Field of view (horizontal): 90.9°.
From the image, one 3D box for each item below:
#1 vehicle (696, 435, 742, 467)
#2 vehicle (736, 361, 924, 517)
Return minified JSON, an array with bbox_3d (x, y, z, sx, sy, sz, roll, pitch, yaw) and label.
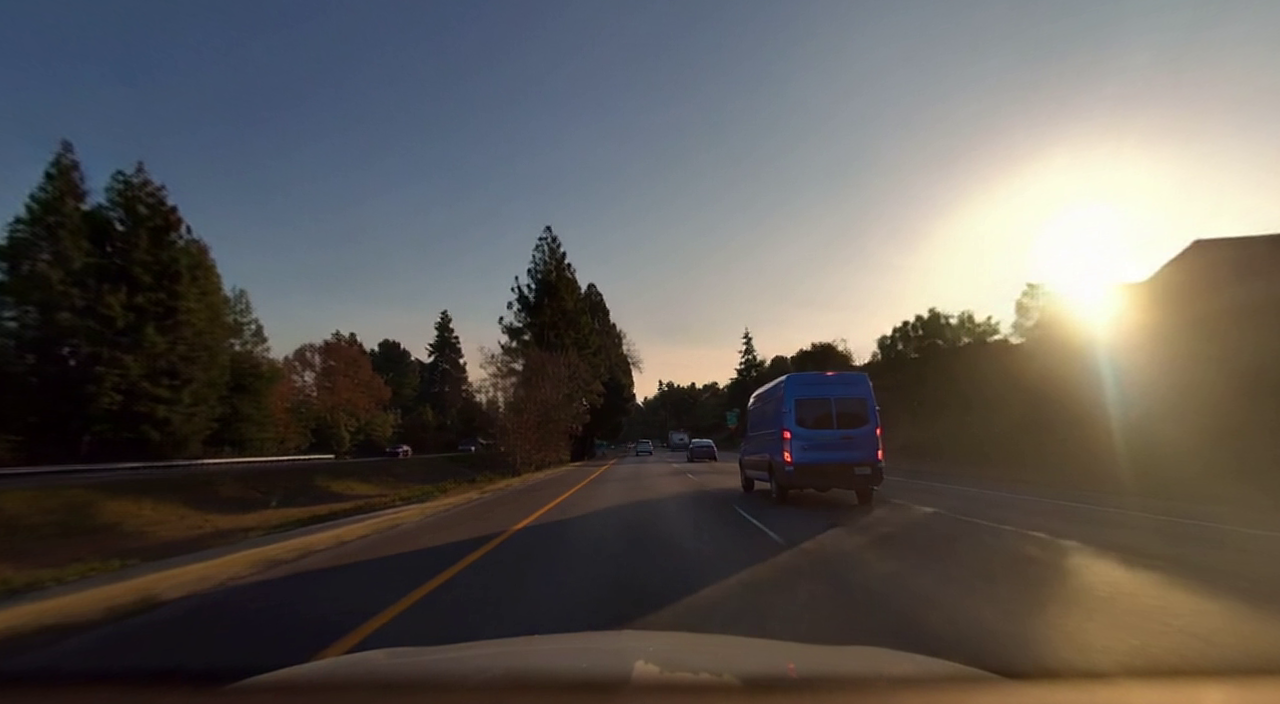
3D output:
[{"bbox_3d":[4.427,5.624,35.940,2.034,1.651,4.342,0,-8,-1],"label":"vehicle"},{"bbox_3d":[3.696,1.911,13.816,2.302,2.670,5.912,0,-8,1],"label":"vehicle"}]
